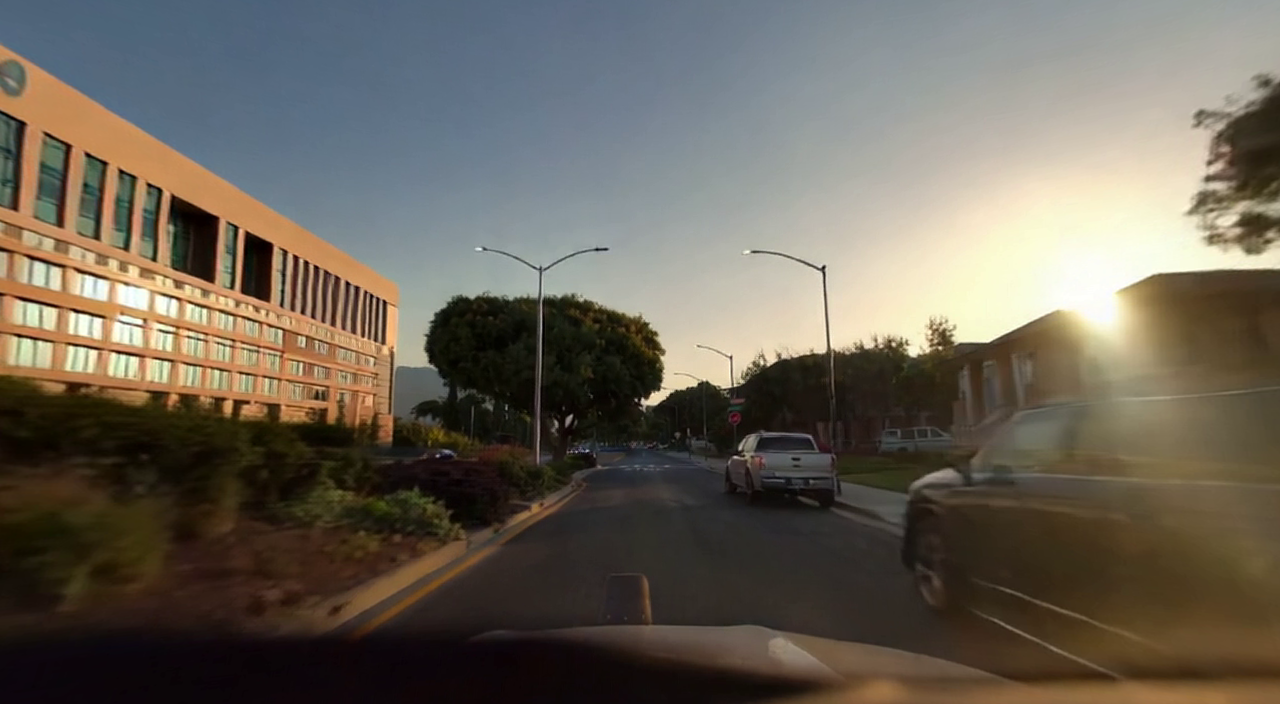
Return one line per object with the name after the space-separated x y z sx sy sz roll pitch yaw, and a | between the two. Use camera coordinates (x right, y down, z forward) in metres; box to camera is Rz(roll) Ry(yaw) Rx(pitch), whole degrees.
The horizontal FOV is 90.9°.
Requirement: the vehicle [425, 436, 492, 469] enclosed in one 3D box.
-9.111 5.085 31.990 2.024 1.532 3.863 -1 -9 4 | vehicle

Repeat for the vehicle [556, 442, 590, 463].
-5.059 7.660 48.130 1.881 1.497 4.071 -1 -9 5 | vehicle

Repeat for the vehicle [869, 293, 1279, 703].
3.110 0.859 3.020 2.150 1.770 4.801 0 -9 -1 | vehicle

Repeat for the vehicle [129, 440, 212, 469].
-29.509 6.442 39.801 1.815 1.720 4.395 0 -8 0 | vehicle

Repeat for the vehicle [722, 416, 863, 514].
3.219 2.503 14.342 2.067 1.846 4.384 0 -9 0 | vehicle
